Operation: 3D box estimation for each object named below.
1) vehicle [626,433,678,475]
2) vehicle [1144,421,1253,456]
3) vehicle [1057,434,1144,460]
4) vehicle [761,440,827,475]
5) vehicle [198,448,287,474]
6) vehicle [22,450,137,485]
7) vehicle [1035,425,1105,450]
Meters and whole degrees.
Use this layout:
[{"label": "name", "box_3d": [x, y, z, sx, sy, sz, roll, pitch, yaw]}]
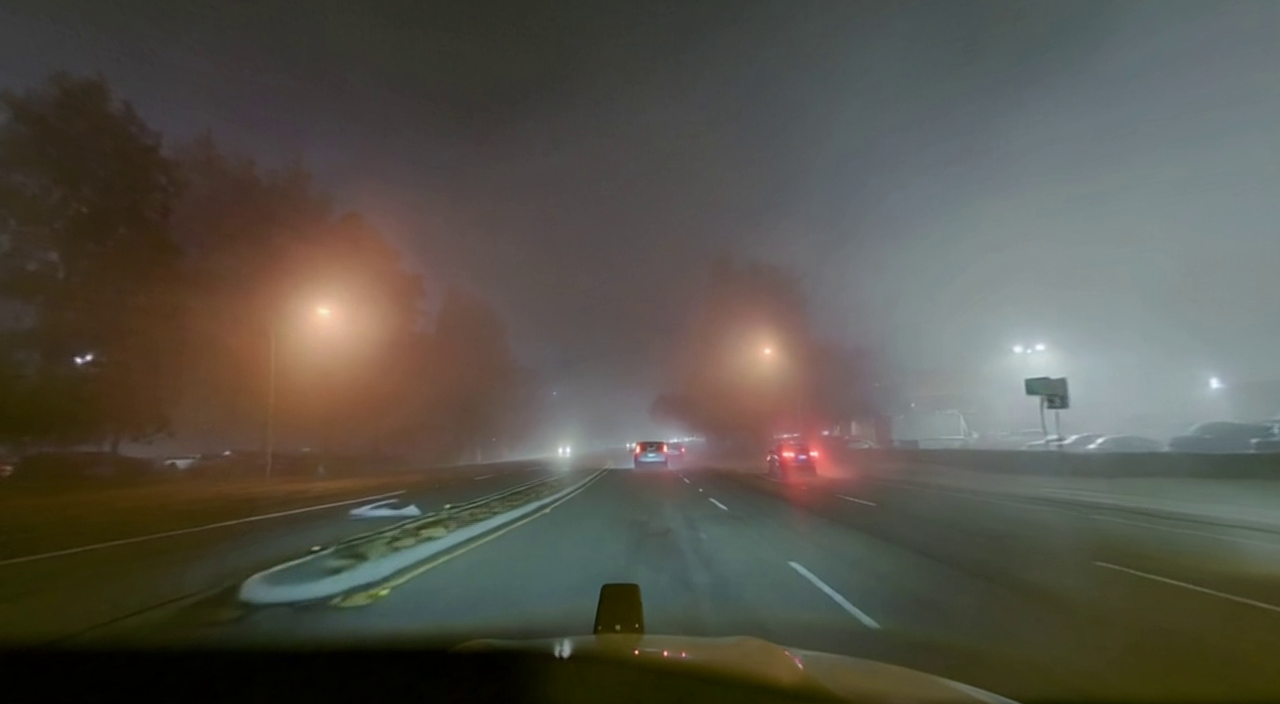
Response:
[{"label": "vehicle", "box_3d": [0.460, 4.738, 29.634, 2.227, 1.794, 4.457, 0, -8, -2]}, {"label": "vehicle", "box_3d": [31.729, 4.968, 36.152, 1.924, 1.809, 4.977, -1, -8, 4]}, {"label": "vehicle", "box_3d": [26.313, 5.463, 36.281, 1.887, 1.419, 4.191, 0, -9, 2]}, {"label": "vehicle", "box_3d": [7.474, 5.142, 31.039, 2.029, 1.548, 4.422, 0, -8, -1]}, {"label": "vehicle", "box_3d": [-26.537, 7.257, 42.288, 4.541, 1.676, 2.063, 0, -8, 1]}, {"label": "vehicle", "box_3d": [-29.938, 6.169, 33.863, 4.251, 1.598, 1.925, -2, -10, -3]}, {"label": "vehicle", "box_3d": [30.359, 6.117, 44.803, 2.138, 1.531, 4.436, -3, -11, 6]}]
